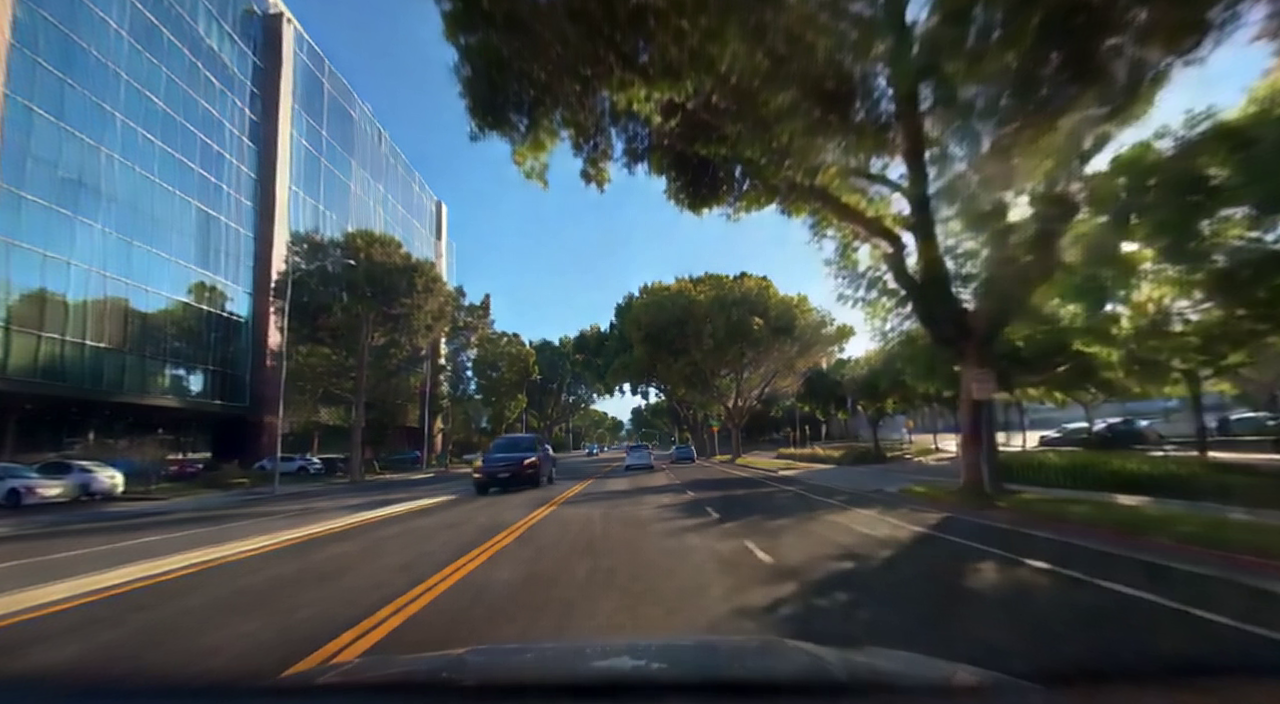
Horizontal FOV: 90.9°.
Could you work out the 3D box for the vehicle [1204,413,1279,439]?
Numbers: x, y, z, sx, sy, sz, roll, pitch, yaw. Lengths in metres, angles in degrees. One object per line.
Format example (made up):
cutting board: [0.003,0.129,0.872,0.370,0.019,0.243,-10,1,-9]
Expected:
vehicle: [36.212,4.373,36.880,4.482,1.462,1.943,0,-8,-1]

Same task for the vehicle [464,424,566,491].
vehicle: [-3.963,3.474,21.121,2.301,1.946,5.199,0,-8,1]

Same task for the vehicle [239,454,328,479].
vehicle: [-22.058,7.082,39.113,4.243,1.478,2.035,1,-8,-5]

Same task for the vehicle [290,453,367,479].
vehicle: [-21.637,7.907,43.917,4.351,1.432,2.037,-3,-8,1]

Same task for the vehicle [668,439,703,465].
vehicle: [3.239,7.238,45.659,2.189,1.766,4.495,0,-8,0]

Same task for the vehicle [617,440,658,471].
vehicle: [-0.116,5.613,34.384,2.109,1.612,3.963,0,-8,0]

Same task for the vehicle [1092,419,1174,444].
vehicle: [36.906,5.988,47.290,4.343,1.714,1.983,-2,-8,2]
